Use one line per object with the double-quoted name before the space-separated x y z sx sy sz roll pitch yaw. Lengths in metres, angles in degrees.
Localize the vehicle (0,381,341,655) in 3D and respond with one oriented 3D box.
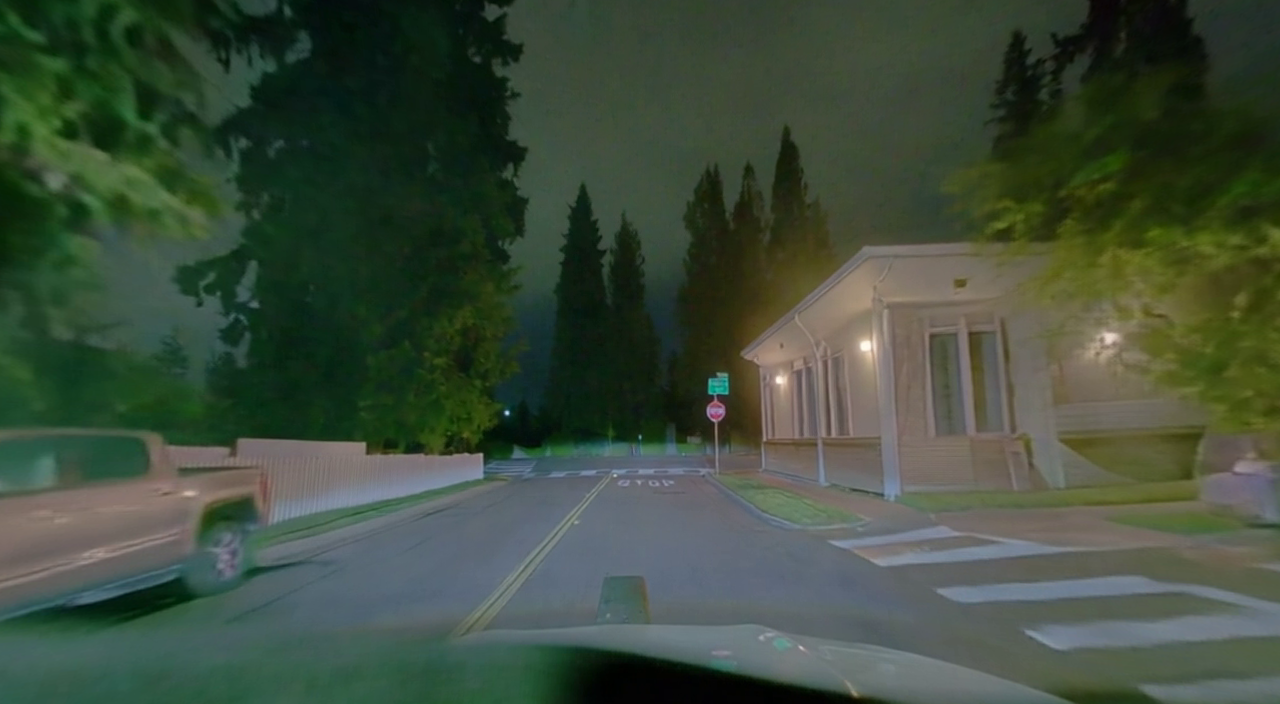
"vehicle" -5.563 1.374 5.898 2.308 1.899 6.107 -1 -8 3
